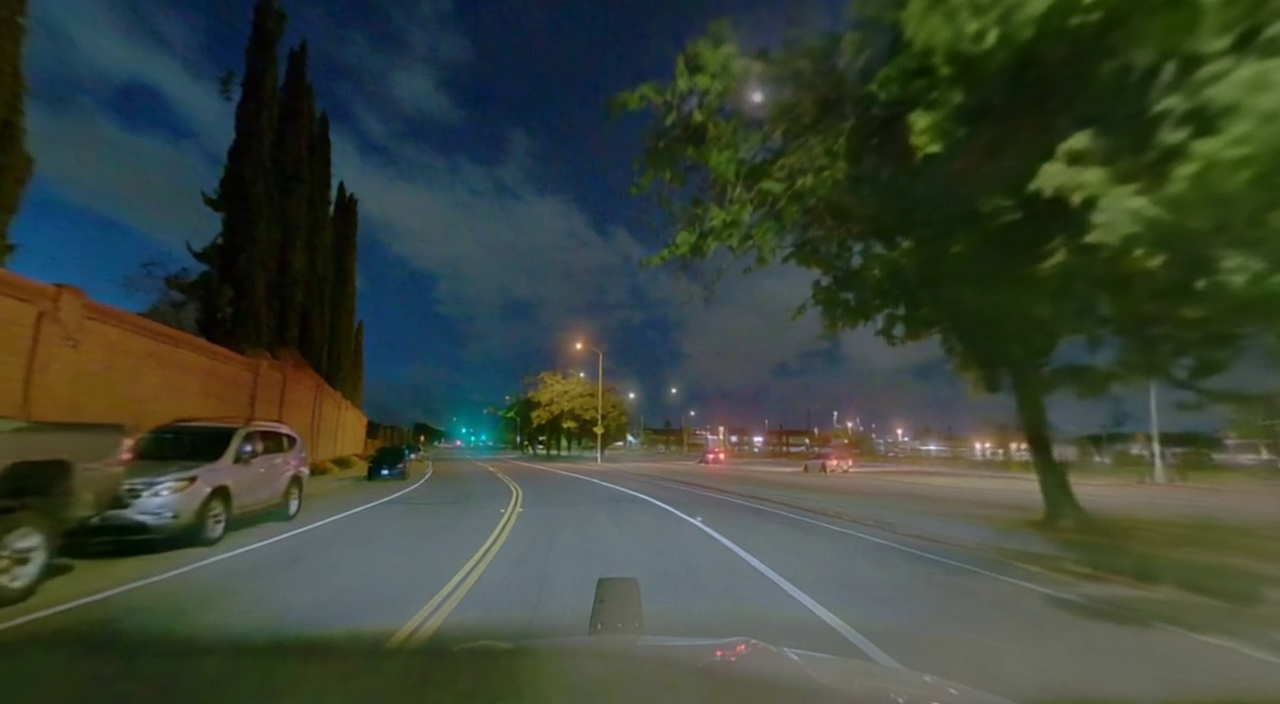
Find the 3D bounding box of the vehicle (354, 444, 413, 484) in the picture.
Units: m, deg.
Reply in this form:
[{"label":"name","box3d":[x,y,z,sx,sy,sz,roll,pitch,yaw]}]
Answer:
[{"label":"vehicle","box3d":[-10.861,4.741,27.033,1.877,1.507,4.363,4,-9,-16]}]

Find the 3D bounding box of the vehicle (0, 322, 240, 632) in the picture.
[{"label":"vehicle","box3d":[-6.641,0.876,4.484,3.073,2.458,6.937,2,-8,-1]}]
